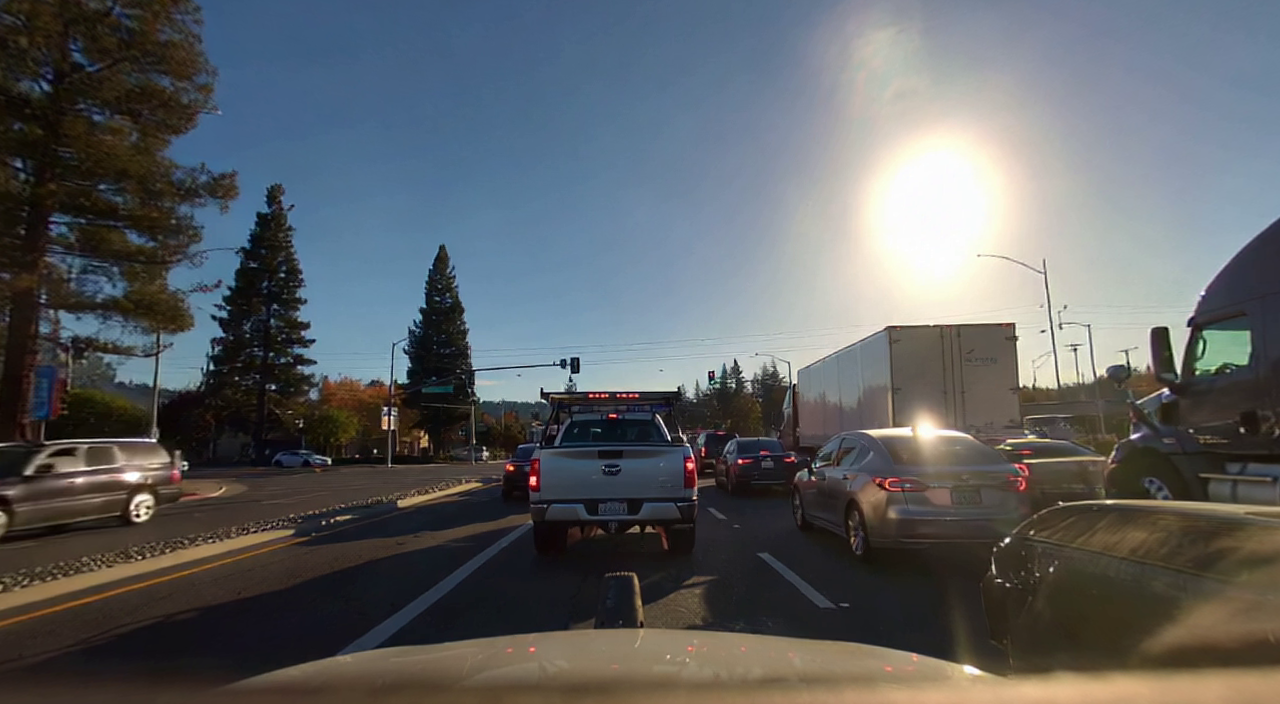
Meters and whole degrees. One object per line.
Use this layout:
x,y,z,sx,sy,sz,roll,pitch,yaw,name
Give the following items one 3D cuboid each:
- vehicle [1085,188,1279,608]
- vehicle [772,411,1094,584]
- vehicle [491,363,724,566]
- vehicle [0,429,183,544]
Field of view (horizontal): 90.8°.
6.533,0.098,3.306,2.802,3.322,7.429,0,-9,-1,vehicle
3.256,1.735,8.432,1.905,1.587,4.998,0,-9,0,vehicle
-0.363,1.593,9.457,2.499,2.183,5.111,0,-9,0,vehicle
-11.466,2.450,11.992,2.057,1.854,4.672,0,-9,-1,vehicle
